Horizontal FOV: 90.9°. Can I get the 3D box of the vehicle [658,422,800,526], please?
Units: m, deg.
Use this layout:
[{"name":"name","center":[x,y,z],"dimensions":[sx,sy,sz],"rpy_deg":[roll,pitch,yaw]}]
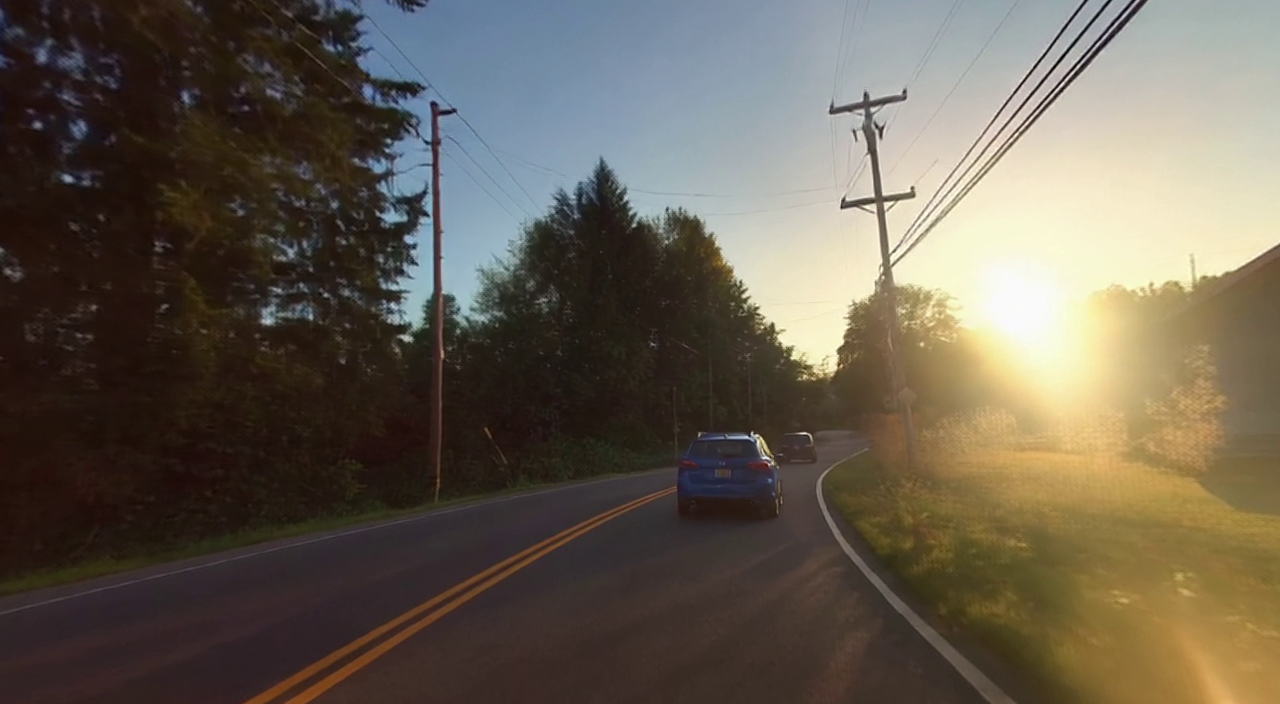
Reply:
[{"name":"vehicle","center":[1.868,2.198,11.928],"dimensions":[2.157,1.565,4.243],"rpy_deg":[-2,-9,15]}]
